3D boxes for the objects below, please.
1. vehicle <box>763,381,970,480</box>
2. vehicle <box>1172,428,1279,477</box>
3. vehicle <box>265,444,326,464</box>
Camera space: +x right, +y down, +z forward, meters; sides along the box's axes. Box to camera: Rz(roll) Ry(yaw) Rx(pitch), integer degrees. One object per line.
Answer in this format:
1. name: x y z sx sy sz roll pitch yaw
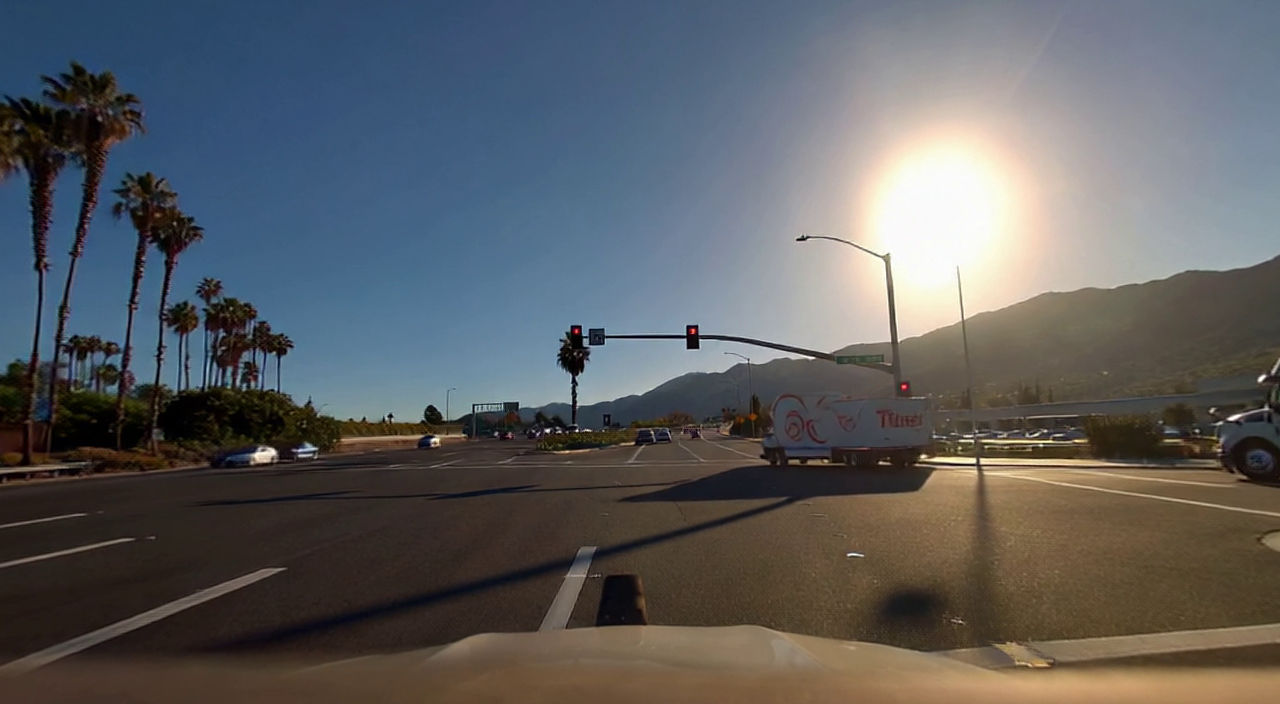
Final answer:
1. vehicle: 8.932 3.258 25.526 3.237 3.414 7.088 8 -12 -43
2. vehicle: 20.423 3.219 20.243 4.508 1.493 1.907 -2 -9 11
3. vehicle: -26.172 7.742 47.934 1.868 1.469 4.746 0 -8 1
